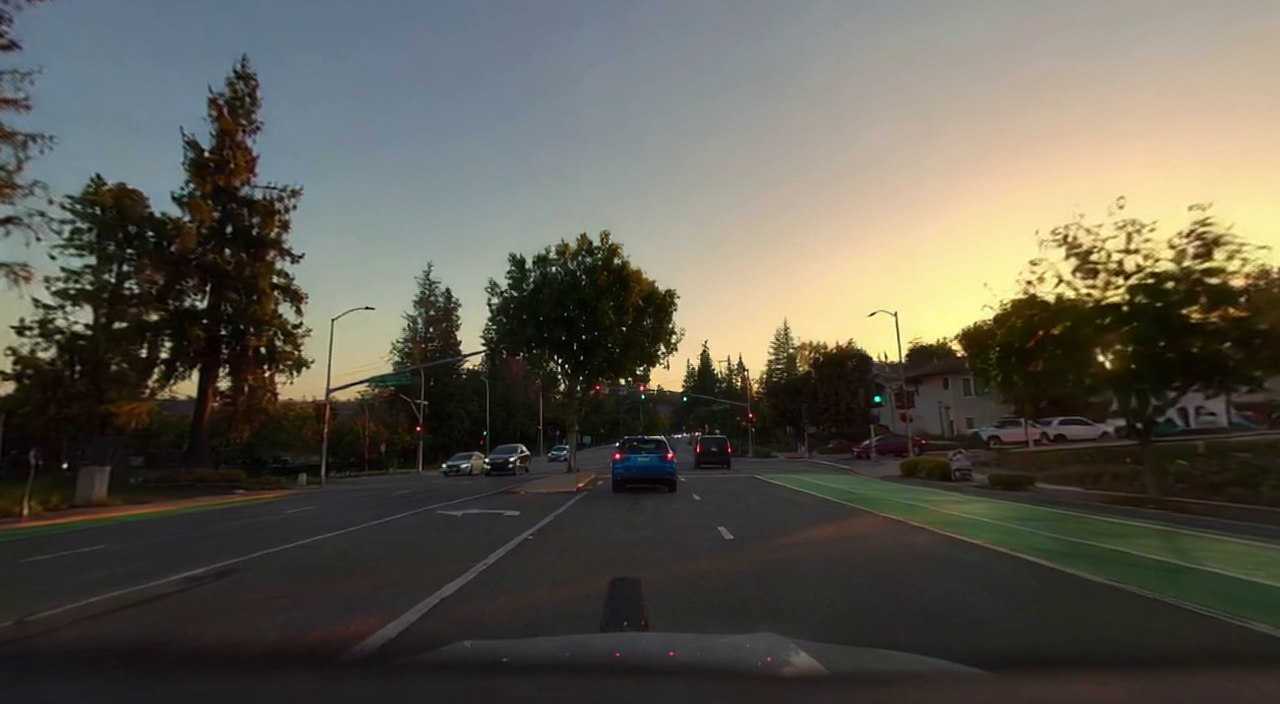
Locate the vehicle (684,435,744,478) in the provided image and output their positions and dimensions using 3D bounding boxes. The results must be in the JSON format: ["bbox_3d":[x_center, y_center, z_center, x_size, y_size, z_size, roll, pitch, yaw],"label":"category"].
[{"bbox_3d":[3.341,4.815,29.339,2.189,1.815,4.495,0,-8,0],"label":"vehicle"}]

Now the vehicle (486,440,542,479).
[{"bbox_3d":[-6.530,5.617,33.232,1.949,1.891,4.439,0,-8,1],"label":"vehicle"}]

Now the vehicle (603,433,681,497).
[{"bbox_3d":[0.058,3.378,19.208,2.109,1.730,3.963,0,-8,0],"label":"vehicle"}]

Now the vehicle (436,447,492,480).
[{"bbox_3d":[-10.478,6.641,37.814,1.974,1.794,4.580,0,-8,1],"label":"vehicle"}]

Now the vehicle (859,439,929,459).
[{"bbox_3d":[19.504,7.500,48.596,4.587,1.490,1.825,0,-8,2],"label":"vehicle"}]
